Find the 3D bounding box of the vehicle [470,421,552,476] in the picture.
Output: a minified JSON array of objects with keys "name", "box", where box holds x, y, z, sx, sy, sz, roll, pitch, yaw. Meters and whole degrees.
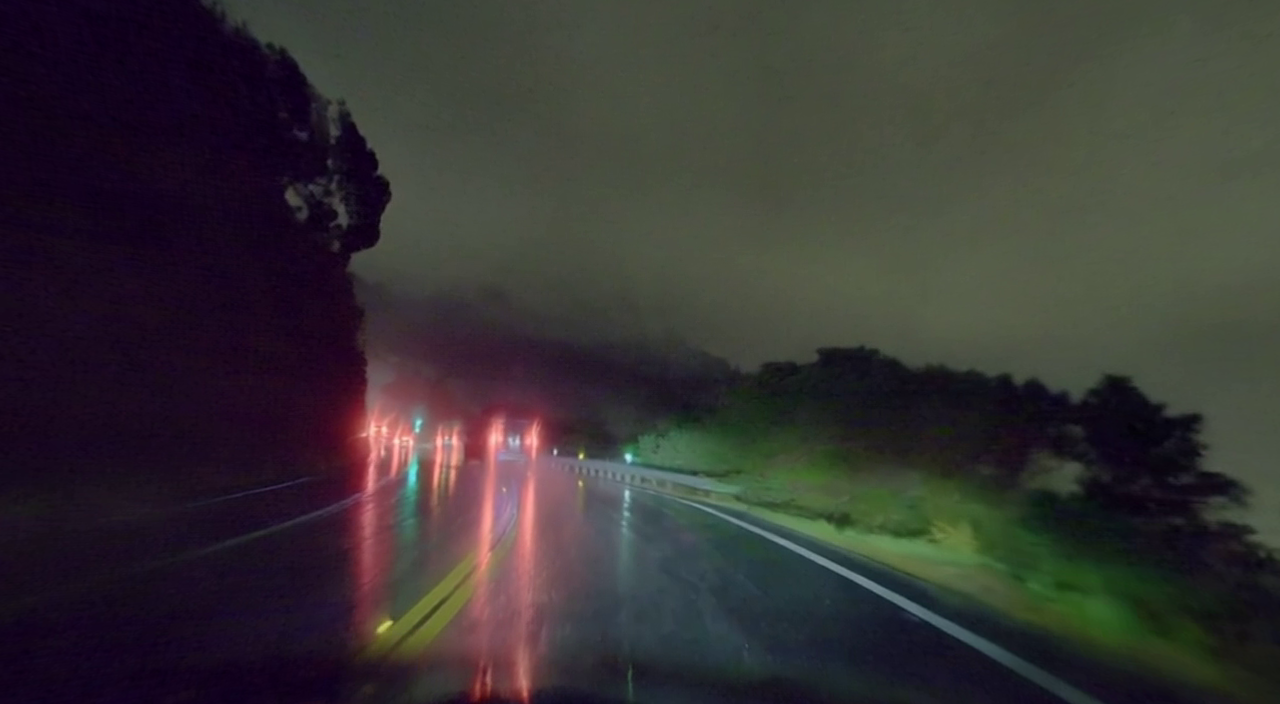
[{"name":"vehicle","box":[-5.435,3.934,25.880,2.500,1.961,5.637,3,-9,-19]}]
